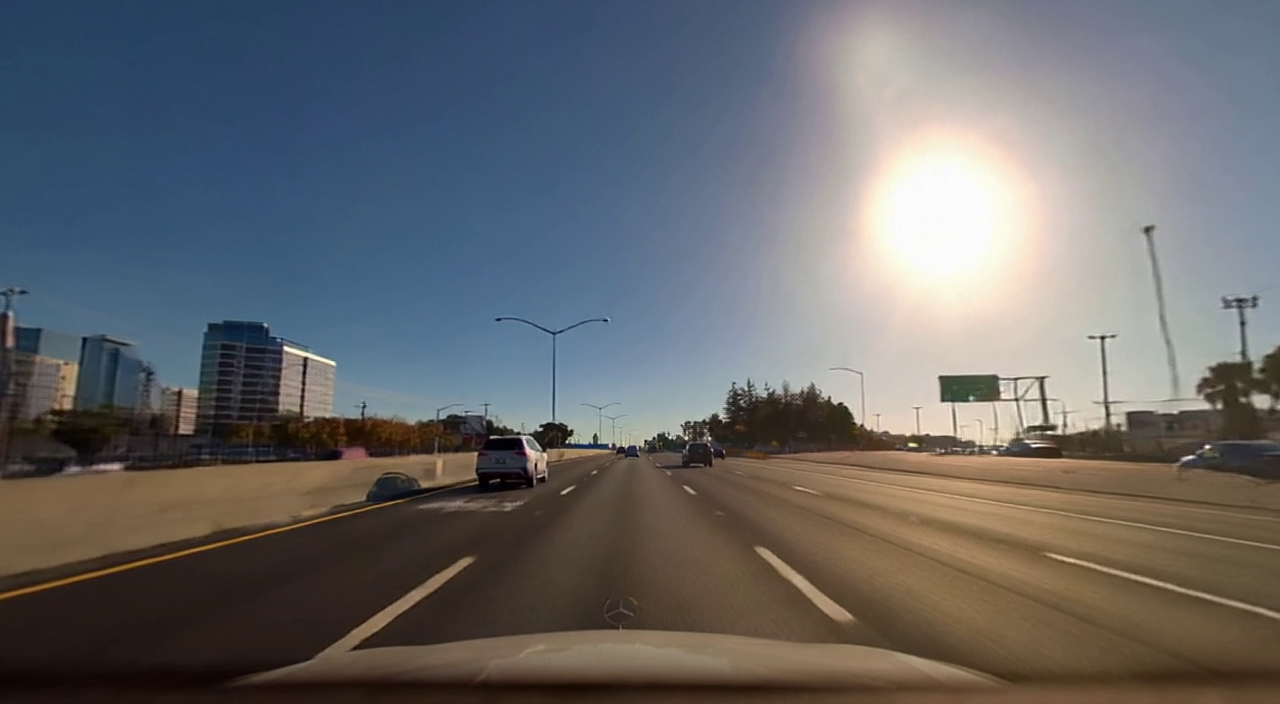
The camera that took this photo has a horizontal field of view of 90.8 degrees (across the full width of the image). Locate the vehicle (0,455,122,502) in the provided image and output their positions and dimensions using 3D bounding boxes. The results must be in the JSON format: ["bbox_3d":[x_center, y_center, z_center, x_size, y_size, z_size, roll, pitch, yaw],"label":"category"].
[{"bbox_3d":[-19.743,4.233,21.379,1.515,1.385,3.342,0,-8,0],"label":"vehicle"}]

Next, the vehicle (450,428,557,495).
[{"bbox_3d":[-3.775,3.131,18.430,2.099,1.682,4.590,0,-8,0],"label":"vehicle"}]

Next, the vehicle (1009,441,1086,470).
[{"bbox_3d":[26.825,6.800,41.834,2.070,1.782,5.006,-1,-8,5],"label":"vehicle"}]

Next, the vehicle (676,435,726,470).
[{"bbox_3d":[2.969,5.033,31.743,1.997,1.638,4.281,0,-8,-1],"label":"vehicle"}]
